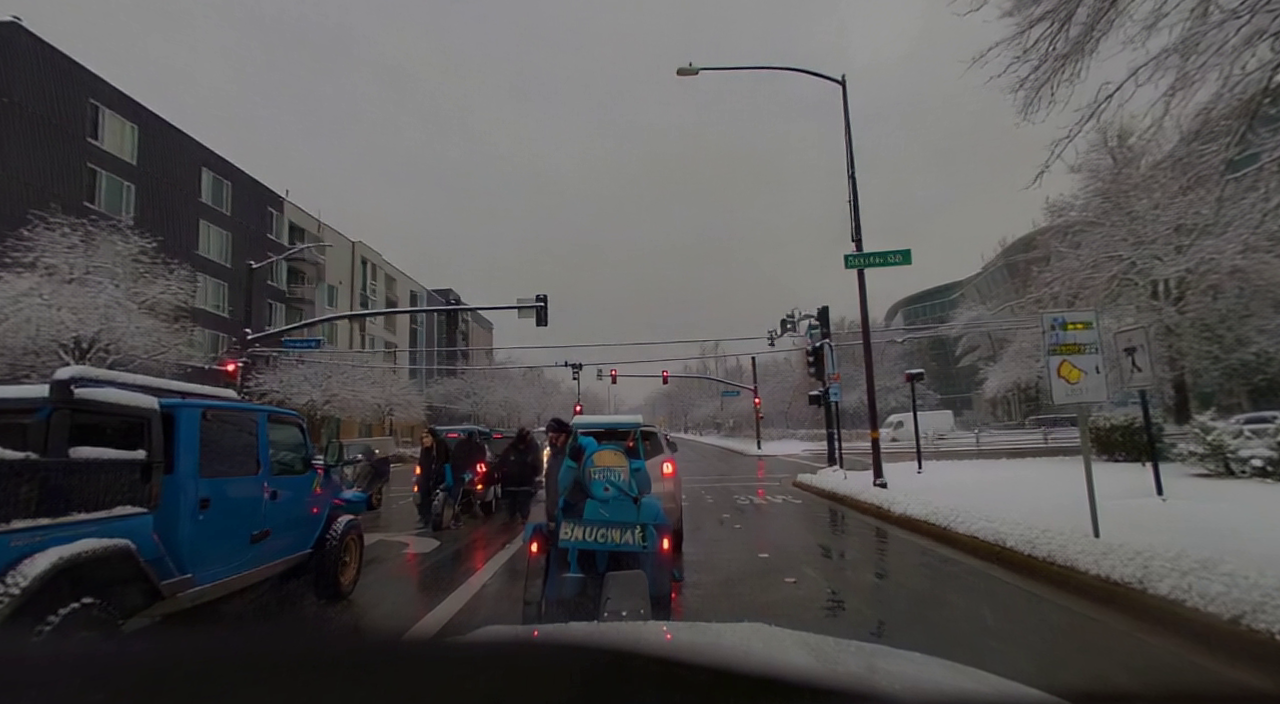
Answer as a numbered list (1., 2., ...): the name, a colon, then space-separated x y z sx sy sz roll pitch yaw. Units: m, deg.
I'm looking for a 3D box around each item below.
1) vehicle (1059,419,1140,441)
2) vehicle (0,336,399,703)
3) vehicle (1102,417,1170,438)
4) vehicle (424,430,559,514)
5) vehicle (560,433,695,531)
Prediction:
1. vehicle: 30.737 5.269 42.088 1.751 1.420 4.027 8 -12 -43
2. vehicle: -3.606 1.131 4.447 2.000 1.809 4.405 0 -8 0
3. vehicle: 36.764 5.603 46.560 1.625 1.449 3.557 6 -11 -38
4. vehicle: -3.179 2.660 14.374 1.935 1.615 4.073 -1 -8 2
5. vehicle: -0.162 2.258 11.524 2.025 1.458 4.085 0 -8 1
